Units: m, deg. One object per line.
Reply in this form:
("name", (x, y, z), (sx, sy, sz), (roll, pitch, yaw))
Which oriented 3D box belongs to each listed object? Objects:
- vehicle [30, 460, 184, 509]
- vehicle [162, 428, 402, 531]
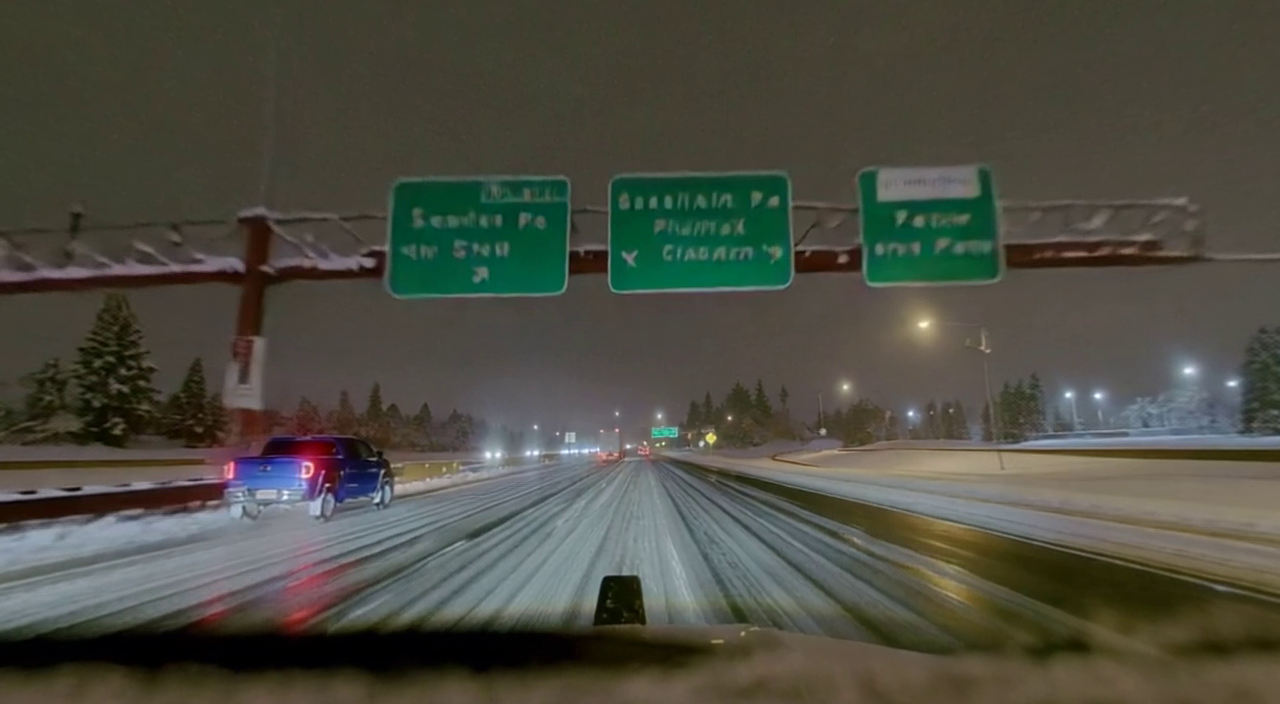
("vehicle", (-18.655, 4.623, 22.325), (1.861, 1.496, 4.052), (0, -9, 0))
("vehicle", (-6.978, 2.531, 13.083), (2.168, 1.729, 4.724), (0, -9, 0))
